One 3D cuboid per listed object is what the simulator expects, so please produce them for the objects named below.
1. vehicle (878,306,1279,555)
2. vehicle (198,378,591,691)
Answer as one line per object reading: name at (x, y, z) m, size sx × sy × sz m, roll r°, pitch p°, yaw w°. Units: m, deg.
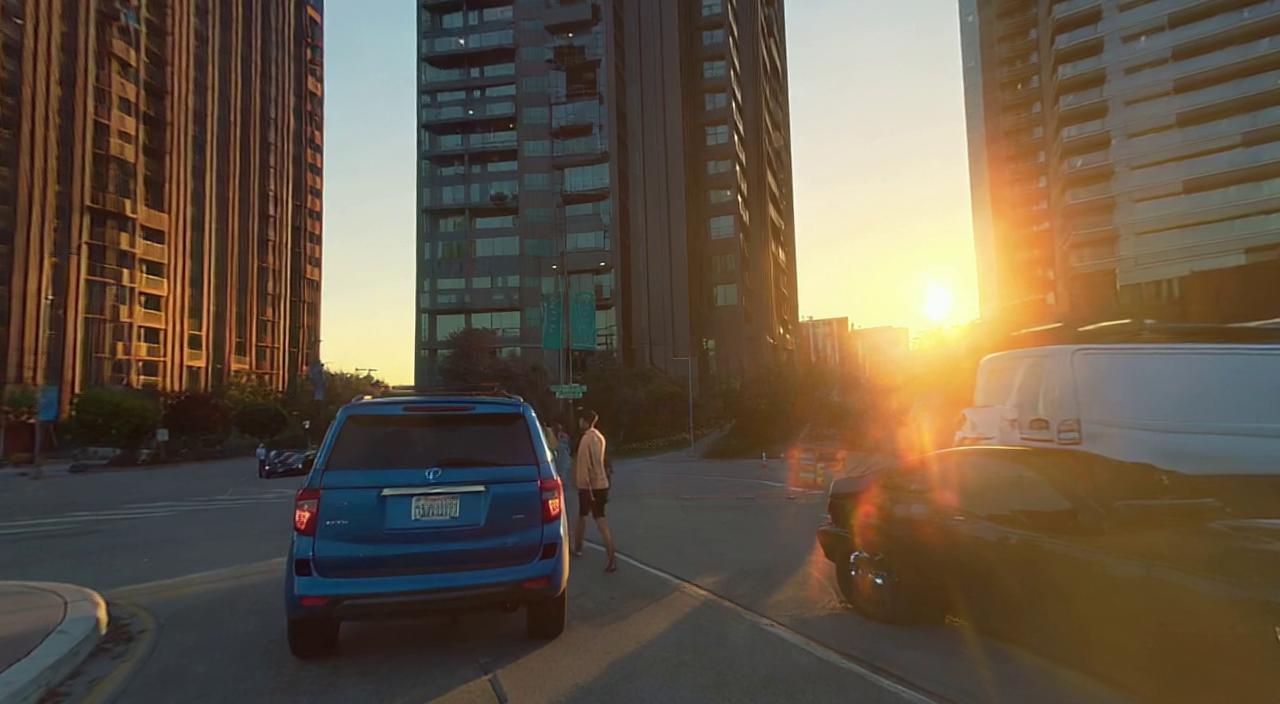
vehicle at (7.109, 1.020, 8.235) m, size 6.932 × 2.753 × 2.446 m, roll 0°, pitch -8°, yaw 1°
vehicle at (-1.646, 1.327, 5.749) m, size 2.144 × 1.733 × 4.115 m, roll 1°, pitch -9°, yaw -8°
